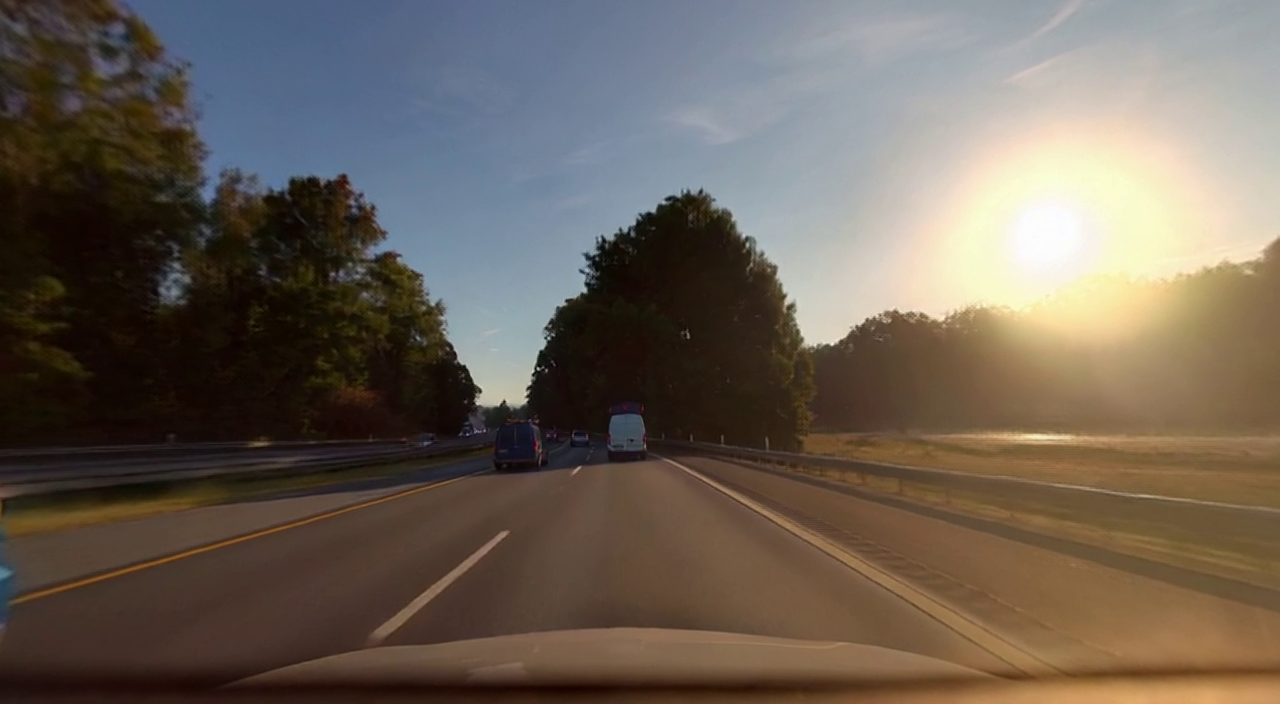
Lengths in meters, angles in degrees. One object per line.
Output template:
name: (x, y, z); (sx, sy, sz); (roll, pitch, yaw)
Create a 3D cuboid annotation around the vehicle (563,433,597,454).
vehicle: (-4.377, 6.768, 46.859); (2.251, 1.459, 4.236); (0, -8, -2)

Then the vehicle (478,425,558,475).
vehicle: (-4.393, 3.597, 23.421); (2.110, 1.636, 4.453); (0, -8, -1)

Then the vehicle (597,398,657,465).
vehicle: (-0.726, 3.922, 30.938); (2.647, 2.896, 6.480); (0, -8, -3)
